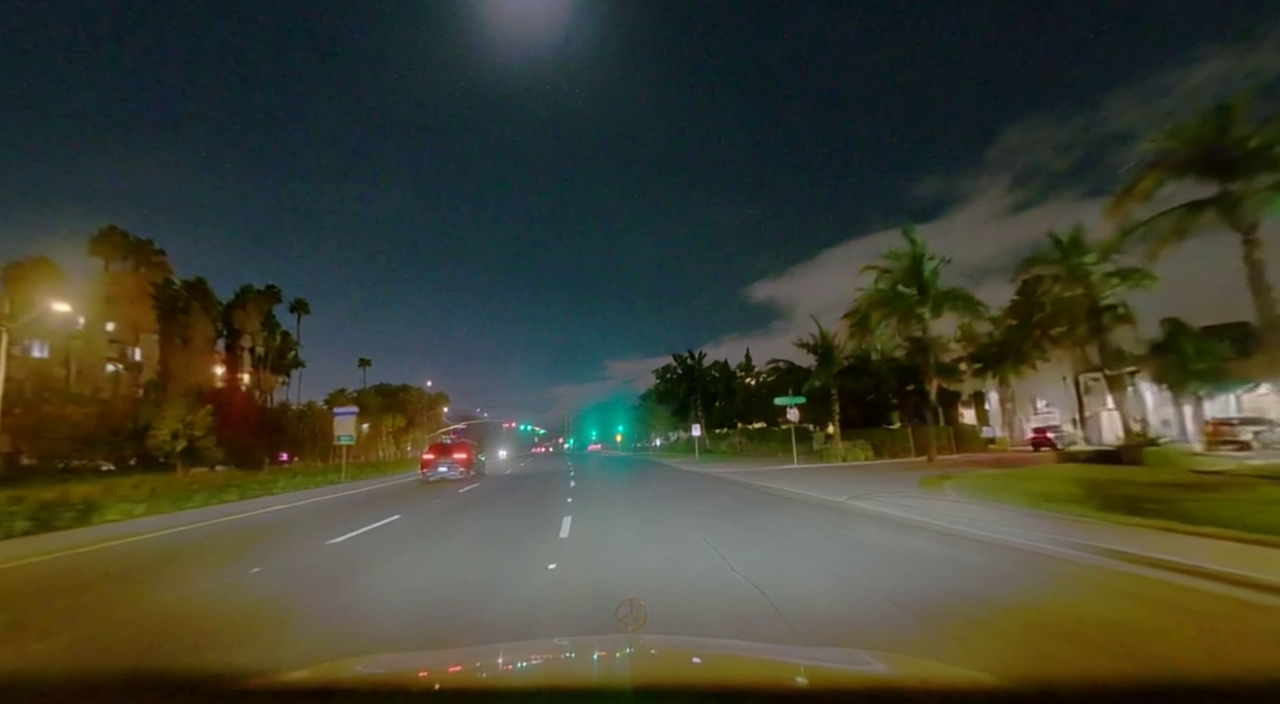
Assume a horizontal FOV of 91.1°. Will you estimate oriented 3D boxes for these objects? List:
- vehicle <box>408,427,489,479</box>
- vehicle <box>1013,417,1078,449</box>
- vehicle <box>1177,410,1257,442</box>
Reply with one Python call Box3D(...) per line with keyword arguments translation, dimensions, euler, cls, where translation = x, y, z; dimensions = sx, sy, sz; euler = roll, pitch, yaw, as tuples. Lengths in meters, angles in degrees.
Box3D(translation=(-8.718, 4.673, 29.245), dimensions=(2.507, 2.161, 6.049), euler=(1, -9, -7), cls="vehicle")
Box3D(translation=(24.341, 4.908, 37.597), dimensions=(4.646, 1.768, 1.990), euler=(8, -12, -41), cls="vehicle")
Box3D(translation=(35.550, 4.623, 38.584), dimensions=(6.133, 1.800, 2.631), euler=(7, -11, -39), cls="vehicle")
